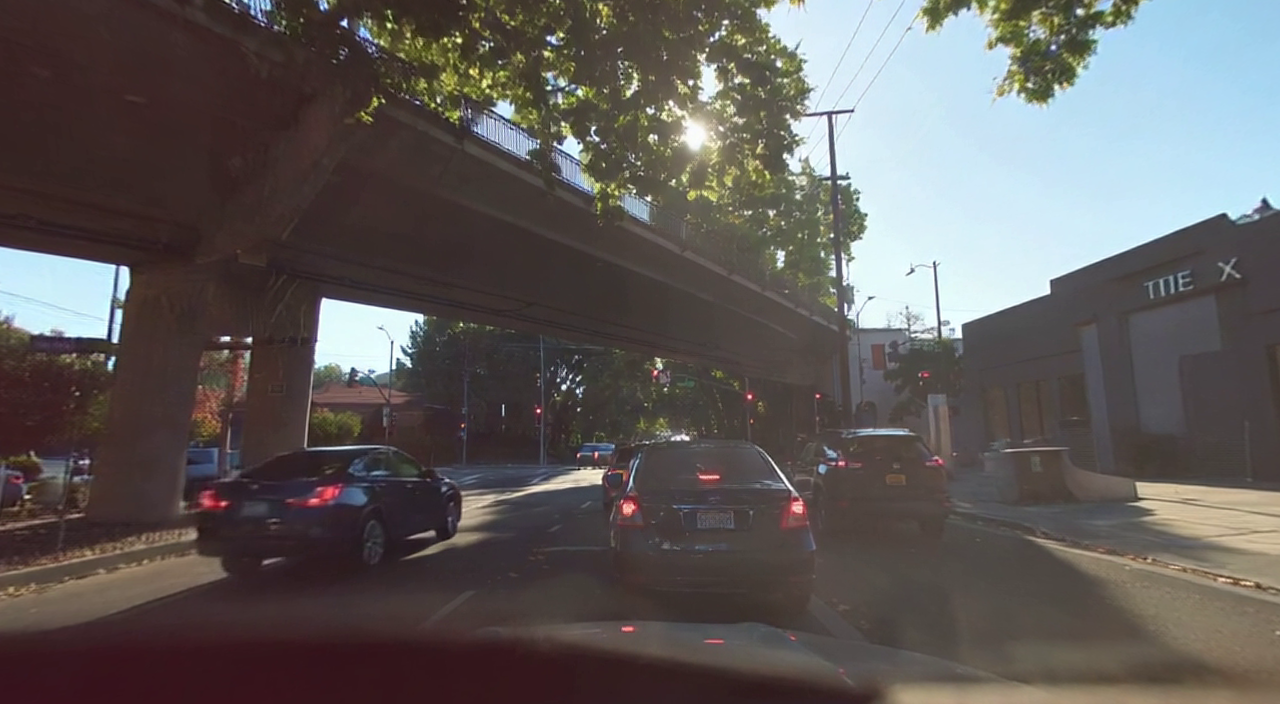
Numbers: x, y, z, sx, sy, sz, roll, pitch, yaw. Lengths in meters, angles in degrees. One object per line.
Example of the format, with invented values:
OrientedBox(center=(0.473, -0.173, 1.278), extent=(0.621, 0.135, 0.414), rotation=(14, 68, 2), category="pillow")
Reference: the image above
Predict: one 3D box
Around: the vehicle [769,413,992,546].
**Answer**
OrientedBox(center=(3.731, 2.067, 10.857), extent=(2.062, 1.781, 4.488), rotation=(0, -8, 0), category="vehicle")

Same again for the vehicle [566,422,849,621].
OrientedBox(center=(0.520, 1.583, 6.875), extent=(2.101, 1.467, 4.210), rotation=(0, -8, 1), category="vehicle")

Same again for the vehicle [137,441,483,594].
OrientedBox(center=(-3.879, 2.000, 8.714), extent=(2.082, 1.484, 4.865), rotation=(0, -8, 1), category="vehicle")
